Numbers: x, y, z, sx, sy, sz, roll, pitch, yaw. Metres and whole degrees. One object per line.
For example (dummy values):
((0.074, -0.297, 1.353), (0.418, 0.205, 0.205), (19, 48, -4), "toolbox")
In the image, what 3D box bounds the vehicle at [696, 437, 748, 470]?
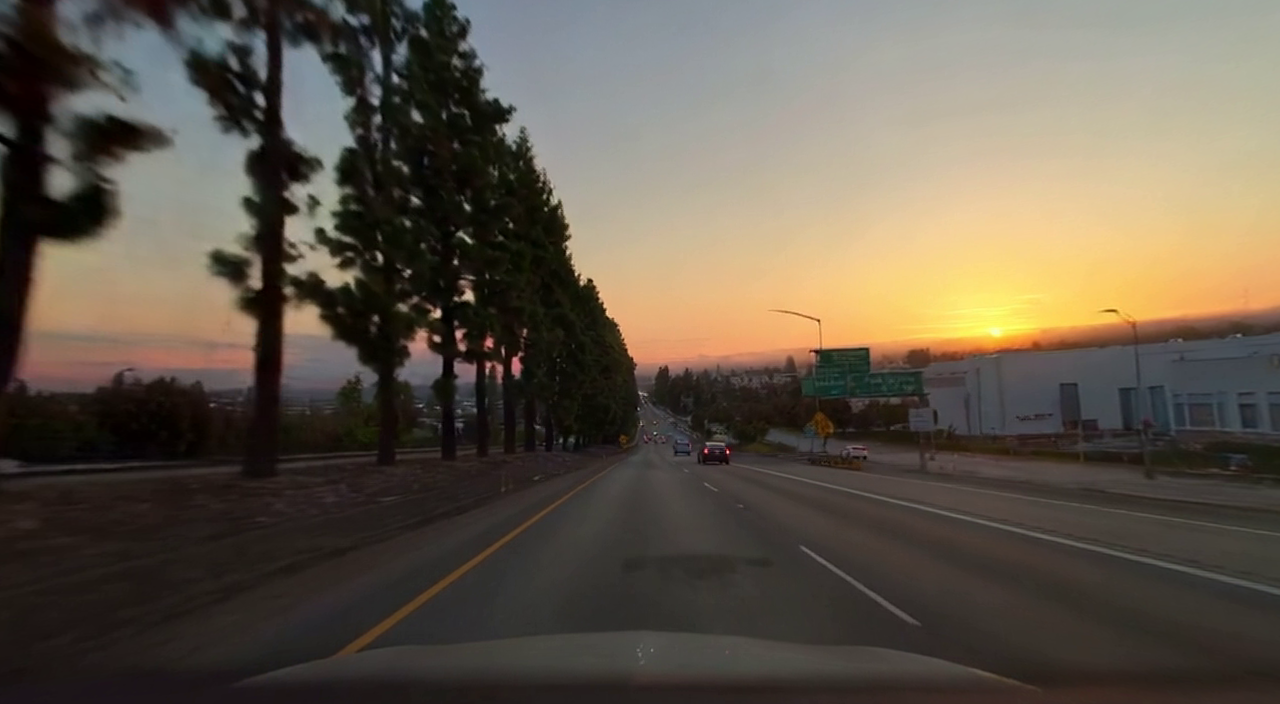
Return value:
((4.066, 5.107, 31.851), (2.062, 1.518, 4.026), (0, -8, -1), "vehicle")
